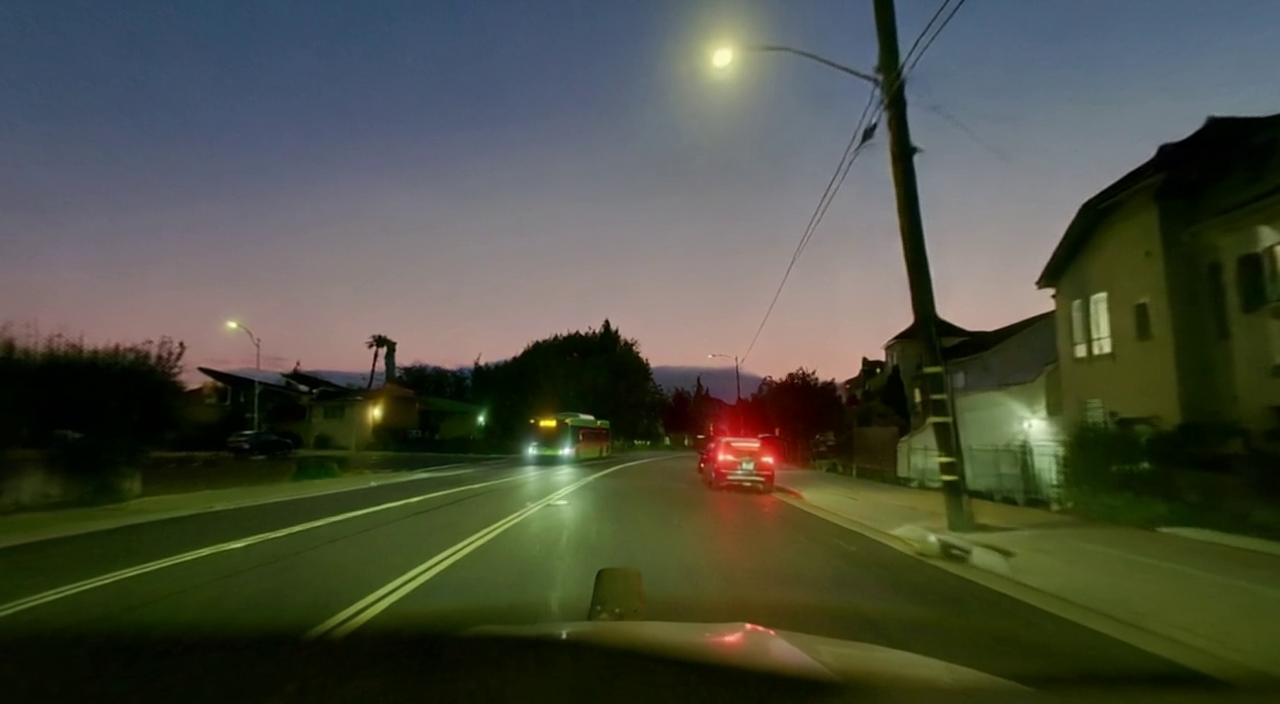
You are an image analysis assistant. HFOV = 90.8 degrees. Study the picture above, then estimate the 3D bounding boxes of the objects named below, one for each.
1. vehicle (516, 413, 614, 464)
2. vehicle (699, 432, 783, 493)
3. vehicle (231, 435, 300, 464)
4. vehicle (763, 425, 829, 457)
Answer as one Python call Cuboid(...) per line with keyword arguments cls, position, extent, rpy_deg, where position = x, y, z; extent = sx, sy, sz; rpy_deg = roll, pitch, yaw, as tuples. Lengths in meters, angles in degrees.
Cuboid(cls="vehicle", position=(-5.005, 6.395, 46.146), extent=(3.577, 3.168, 13.108), rpy_deg=(-2, -9, 9))
Cuboid(cls="vehicle", position=(2.870, 3.222, 18.778), extent=(1.984, 1.601, 3.994), rpy_deg=(0, -8, 3))
Cuboid(cls="vehicle", position=(-24.685, 6.424, 41.814), extent=(2.006, 1.766, 4.685), rpy_deg=(1, -8, -5))
Cuboid(cls="vehicle", position=(11.407, 6.585, 46.583), extent=(4.387, 1.812, 2.018), rpy_deg=(-8, -11, 9))
